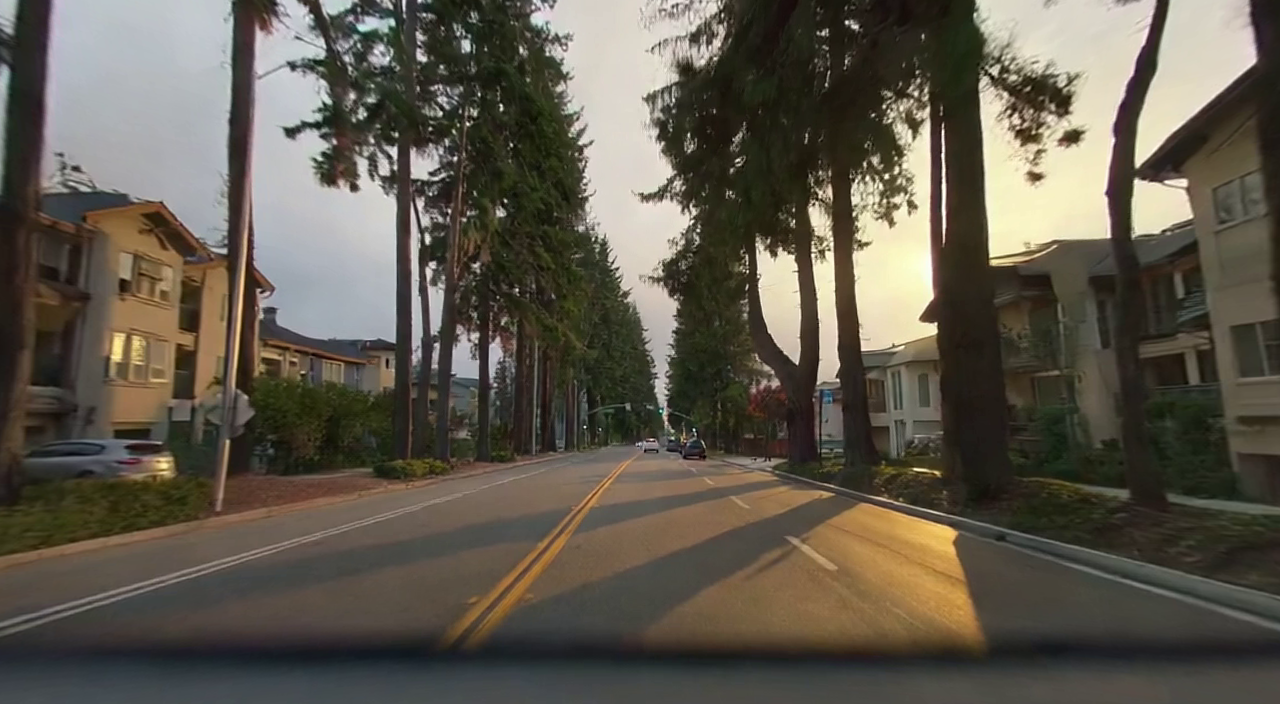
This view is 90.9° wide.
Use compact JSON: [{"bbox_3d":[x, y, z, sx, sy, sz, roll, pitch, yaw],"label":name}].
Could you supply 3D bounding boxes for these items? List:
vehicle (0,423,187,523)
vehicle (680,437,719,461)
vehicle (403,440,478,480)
[{"bbox_3d":[-12.699,2.450,13.120,2.226,1.784,5.932,0,-9,-1],"label":"vehicle"},{"bbox_3d":[3.818,6.343,41.210,2.078,1.488,4.741,0,-8,-1],"label":"vehicle"},{"bbox_3d":[-9.291,5.014,29.666,1.933,1.498,4.446,-4,-7,2],"label":"vehicle"}]
